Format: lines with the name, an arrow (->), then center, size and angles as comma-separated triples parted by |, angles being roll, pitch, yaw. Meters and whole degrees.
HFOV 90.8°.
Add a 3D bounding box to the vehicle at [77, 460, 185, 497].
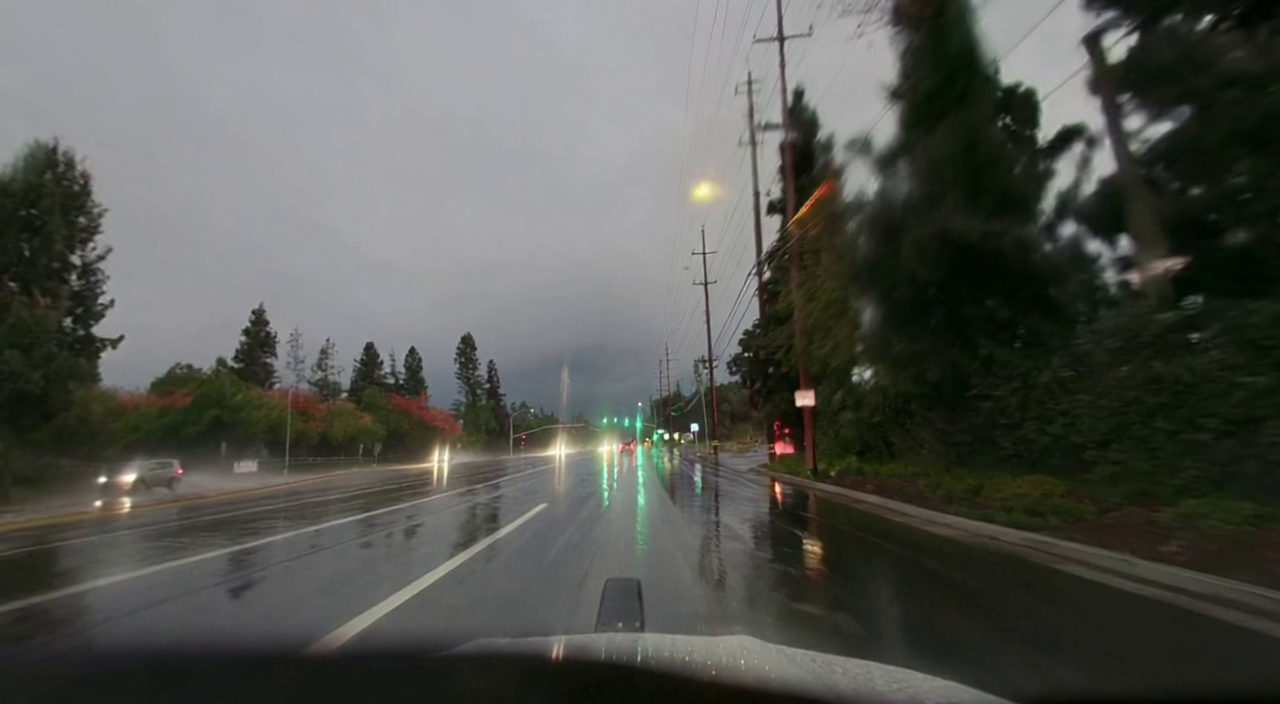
vehicle -> -28.079, 6.968, 35.147 | 1.914, 1.762, 5.067 | 0, -9, -2
